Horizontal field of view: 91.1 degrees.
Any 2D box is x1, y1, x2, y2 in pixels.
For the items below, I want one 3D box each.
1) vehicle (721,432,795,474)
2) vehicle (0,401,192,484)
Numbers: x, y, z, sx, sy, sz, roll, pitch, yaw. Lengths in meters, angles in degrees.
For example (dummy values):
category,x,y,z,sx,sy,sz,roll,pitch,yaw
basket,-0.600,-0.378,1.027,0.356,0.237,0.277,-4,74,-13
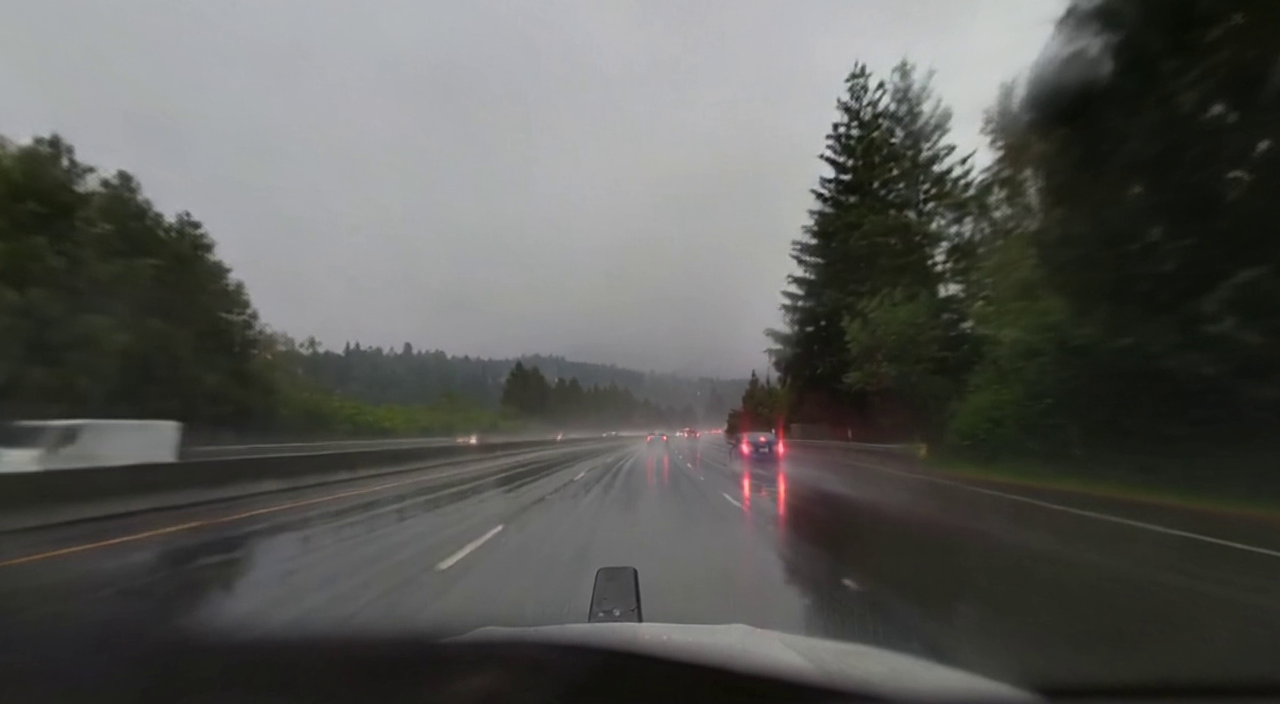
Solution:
category,x,y,z,sx,sy,sz,roll,pitch,yaw
vehicle,4.406,3.821,24.171,1.982,1.452,4.294,0,-8,-1
vehicle,-20.045,3.314,23.203,2.615,2.658,5.739,0,-8,1
